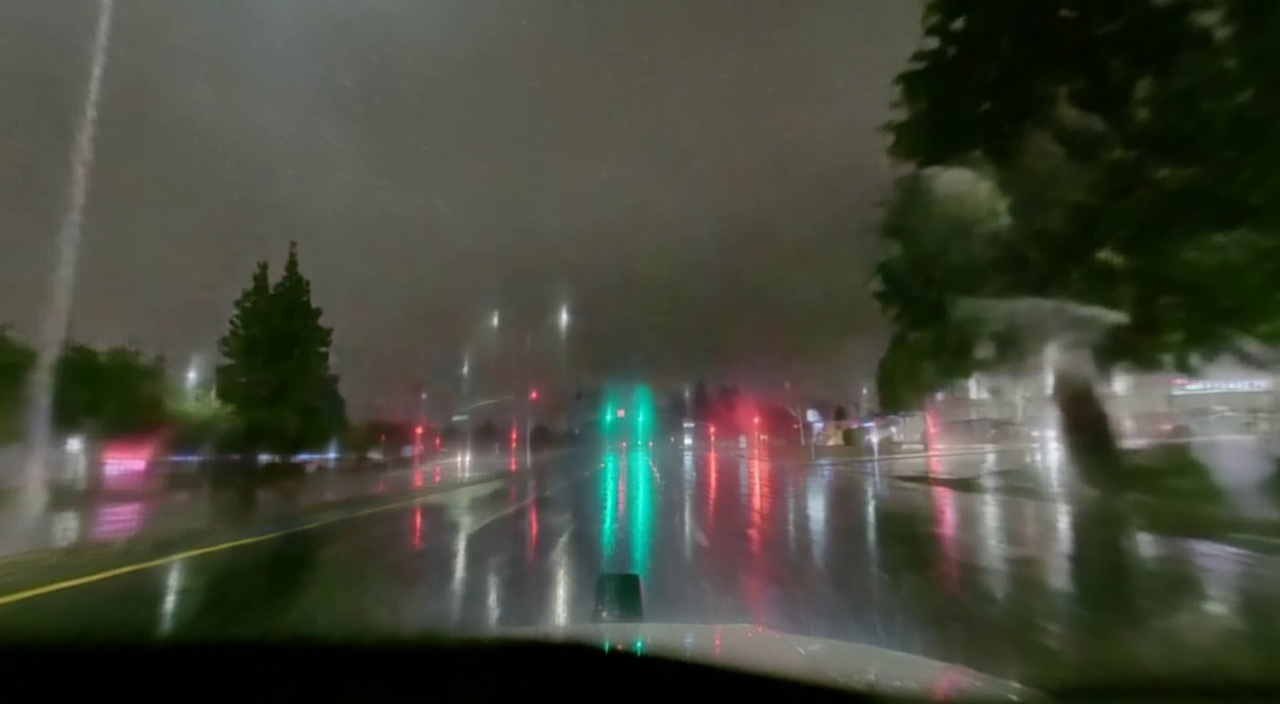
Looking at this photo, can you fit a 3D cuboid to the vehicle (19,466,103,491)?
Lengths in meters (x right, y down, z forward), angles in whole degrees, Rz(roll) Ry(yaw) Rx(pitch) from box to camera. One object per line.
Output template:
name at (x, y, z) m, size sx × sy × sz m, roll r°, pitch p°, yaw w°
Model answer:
vehicle at (-44.061, 9.623, 48.122) m, size 4.422 × 1.485 × 1.966 m, roll -3°, pitch -8°, yaw -3°

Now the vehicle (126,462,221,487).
vehicle at (-31.302, 8.229, 42.483) m, size 4.713 × 1.607 × 2.022 m, roll 0°, pitch -9°, yaw 0°

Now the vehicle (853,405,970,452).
vehicle at (20.175, 5.765, 47.253) m, size 7.304 × 3.335 × 2.869 m, roll 0°, pitch -9°, yaw -3°

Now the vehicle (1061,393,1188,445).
vehicle at (32.332, 4.680, 42.622) m, size 2.751 × 3.197 × 7.018 m, roll 0°, pitch -8°, yaw -2°
